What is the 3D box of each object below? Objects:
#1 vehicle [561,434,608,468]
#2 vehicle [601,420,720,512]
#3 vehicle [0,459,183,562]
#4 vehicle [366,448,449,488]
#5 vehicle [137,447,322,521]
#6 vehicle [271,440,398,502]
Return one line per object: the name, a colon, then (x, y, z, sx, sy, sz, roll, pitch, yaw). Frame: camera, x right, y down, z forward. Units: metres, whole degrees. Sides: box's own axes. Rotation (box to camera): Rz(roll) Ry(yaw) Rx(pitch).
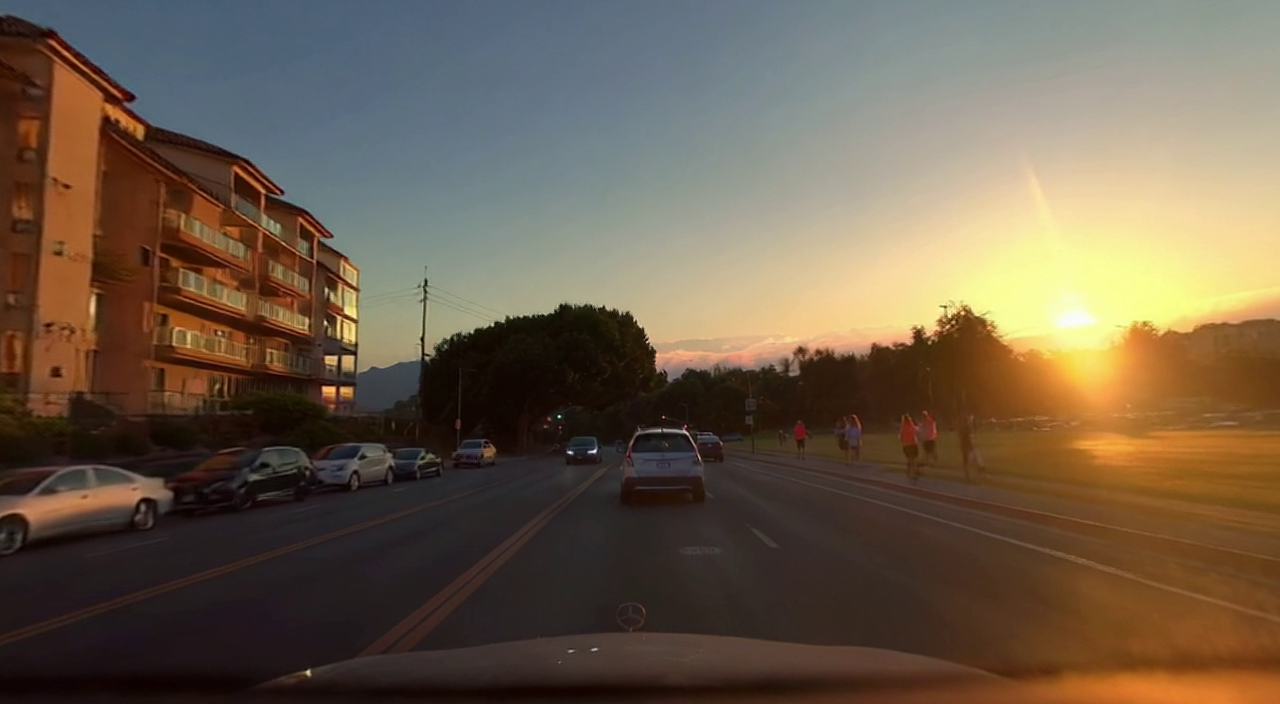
vehicle: (-2.942, 5.402, 34.516, 2.086, 1.702, 4.451, 0, -9, 1)
vehicle: (0.348, 2.323, 13.219, 2.132, 1.632, 3.838, 0, -9, 0)
vehicle: (-10.607, 2.644, 10.933, 1.839, 1.474, 4.694, 0, -9, 0)
vehicle: (-10.098, 5.027, 27.821, 1.860, 1.487, 4.658, -1, -8, 0)
vehicle: (-10.394, 3.310, 16.463, 1.869, 1.647, 4.281, 0, -9, 1)
vehicle: (-10.261, 3.979, 21.672, 1.940, 1.816, 4.721, -1, -7, 1)
